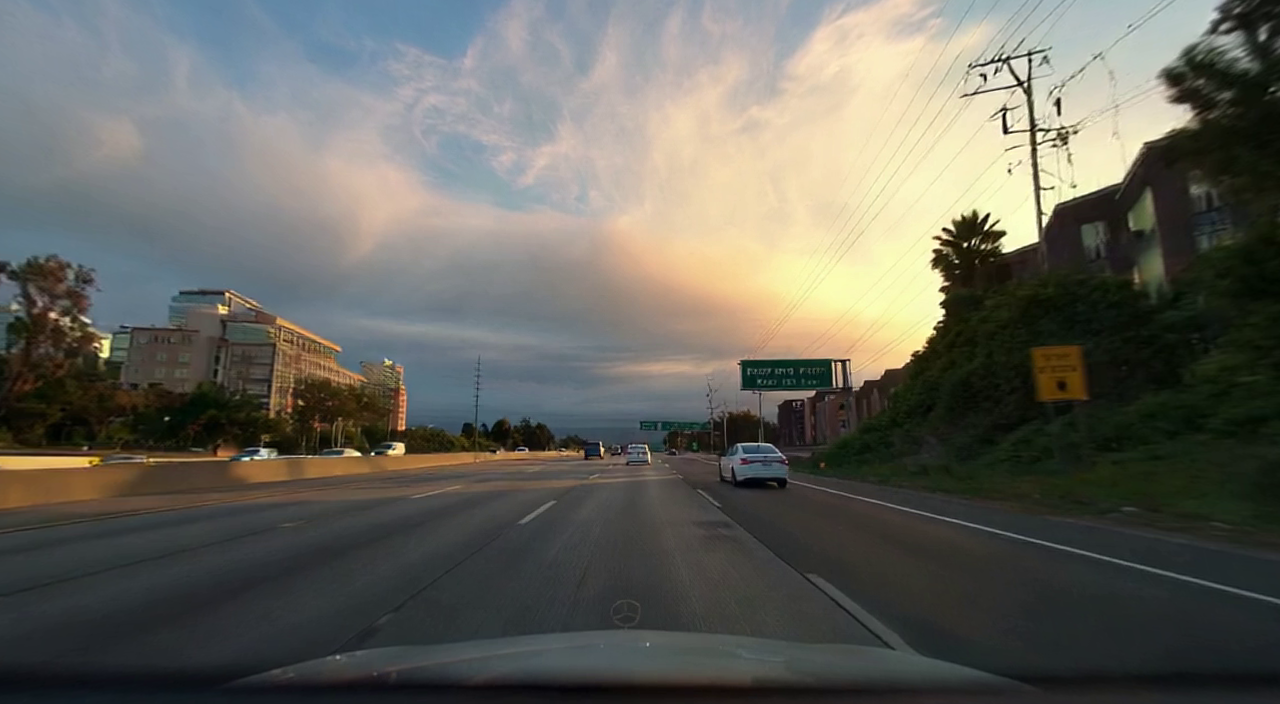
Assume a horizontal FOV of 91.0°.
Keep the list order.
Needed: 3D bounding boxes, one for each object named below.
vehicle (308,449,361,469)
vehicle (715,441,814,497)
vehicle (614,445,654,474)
[{"bbox_3d":[-23.766,8.327,49.105,1.853,1.476,4.522,0,-8,0],"label":"vehicle"},{"bbox_3d":[3.681,3.536,19.528,1.995,1.533,4.463,0,-8,-2],"label":"vehicle"},{"bbox_3d":[-0.345,5.840,34.481,2.019,1.472,3.971,0,-8,-1],"label":"vehicle"}]
